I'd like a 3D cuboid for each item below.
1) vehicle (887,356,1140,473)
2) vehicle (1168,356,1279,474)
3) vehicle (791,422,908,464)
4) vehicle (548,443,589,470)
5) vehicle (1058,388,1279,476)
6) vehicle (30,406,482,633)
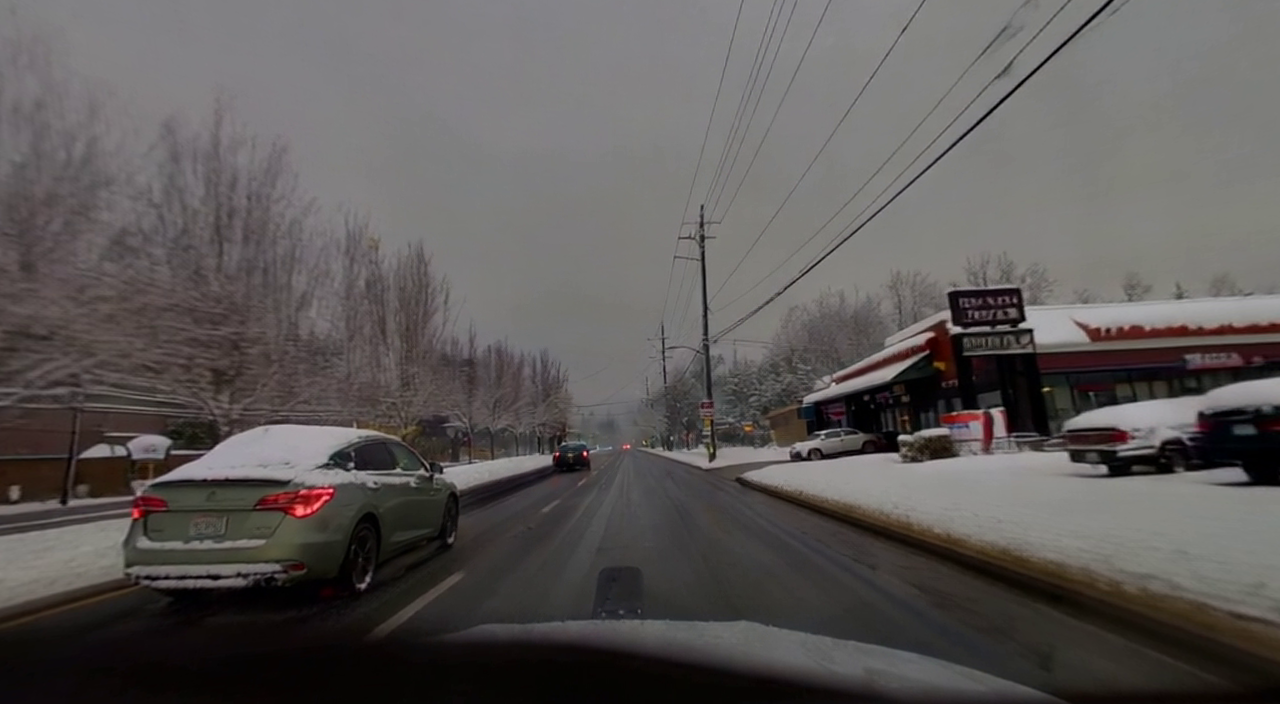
[{"bbox_3d":[12.112,2.107,21.011,6.427,3.417,2.845,-2,-8,-2],"label":"vehicle"},{"bbox_3d":[12.615,1.140,11.039,4.780,1.870,2.140,0,-9,-1],"label":"vehicle"},{"bbox_3d":[10.498,4.617,31.941,5.130,1.902,2.056,-1,-9,-2],"label":"vehicle"},{"bbox_3d":[-4.077,6.042,36.679,1.955,1.461,4.396,0,-9,-2],"label":"vehicle"},{"bbox_3d":[12.772,1.768,13.907,5.551,1.753,2.162,0,-9,-1],"label":"vehicle"},{"bbox_3d":[-3.408,1.586,7.008,2.126,1.655,4.560,0,-9,0],"label":"vehicle"}]
